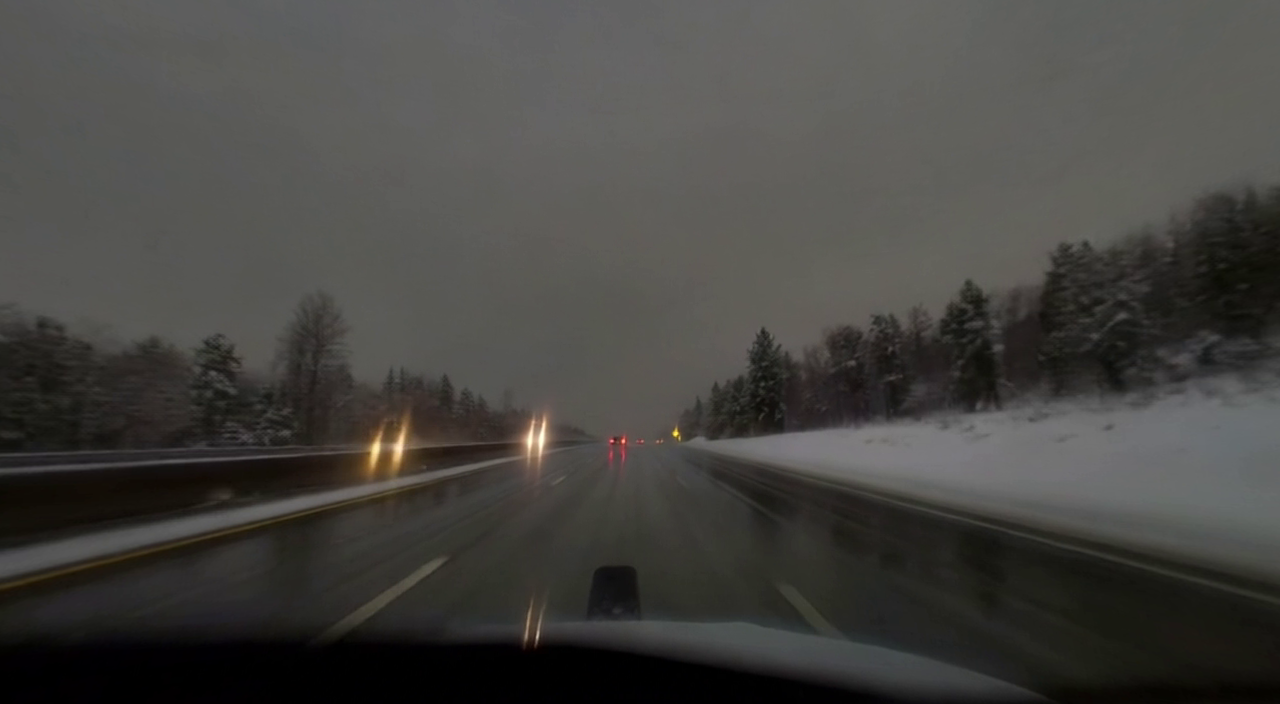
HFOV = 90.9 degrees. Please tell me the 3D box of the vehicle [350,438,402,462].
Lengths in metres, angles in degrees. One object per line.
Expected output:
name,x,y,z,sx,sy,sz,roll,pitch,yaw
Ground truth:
vehicle,-16.737,6.200,40.079,1.775,1.467,3.649,0,-8,-1
